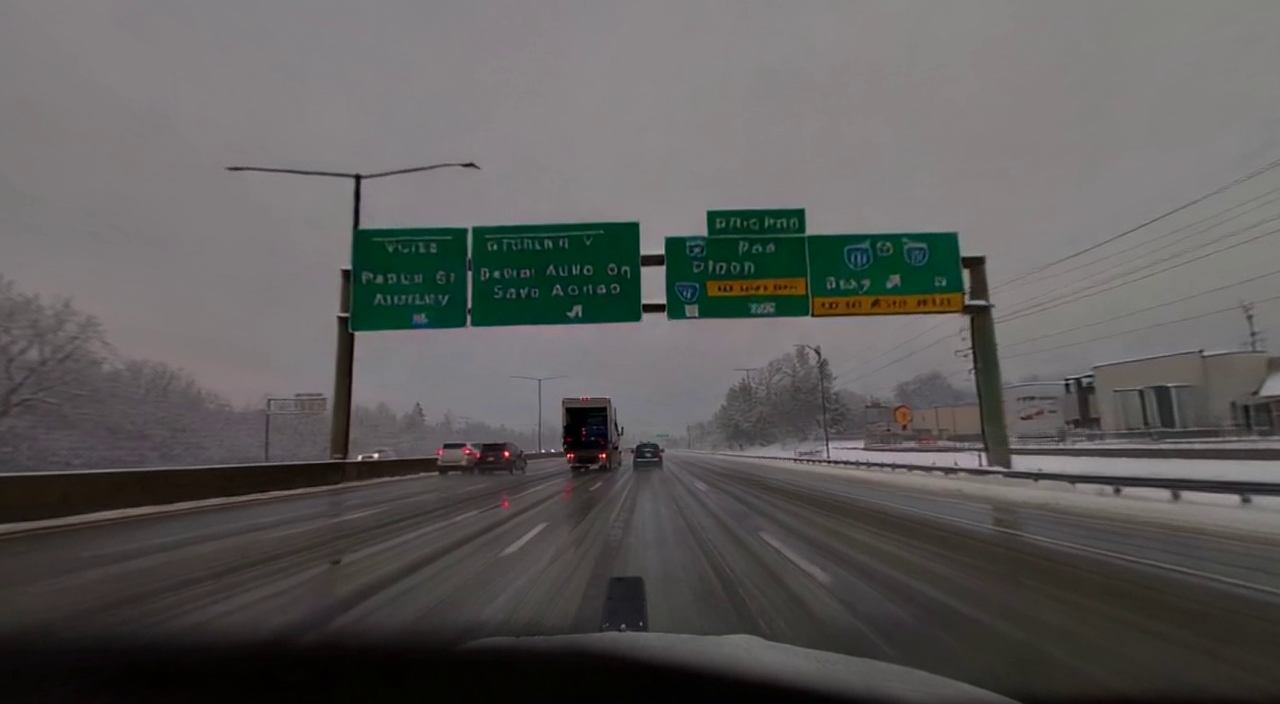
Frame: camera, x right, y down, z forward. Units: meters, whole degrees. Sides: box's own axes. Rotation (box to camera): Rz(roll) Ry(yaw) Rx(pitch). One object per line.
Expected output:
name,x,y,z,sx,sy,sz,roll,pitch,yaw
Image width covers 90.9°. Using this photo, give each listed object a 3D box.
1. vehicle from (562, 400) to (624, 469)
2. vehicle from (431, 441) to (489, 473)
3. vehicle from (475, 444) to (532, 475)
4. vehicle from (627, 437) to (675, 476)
vehicle,-3.161,6.355,47.757,2.888,4.308,16.259,0,-8,2
vehicle,-10.220,5.960,36.136,1.997,1.692,4.294,0,-8,1
vehicle,-7.037,5.565,32.908,1.945,1.482,4.109,0,-8,2
vehicle,0.536,5.331,32.458,2.279,1.837,4.747,0,-8,1
